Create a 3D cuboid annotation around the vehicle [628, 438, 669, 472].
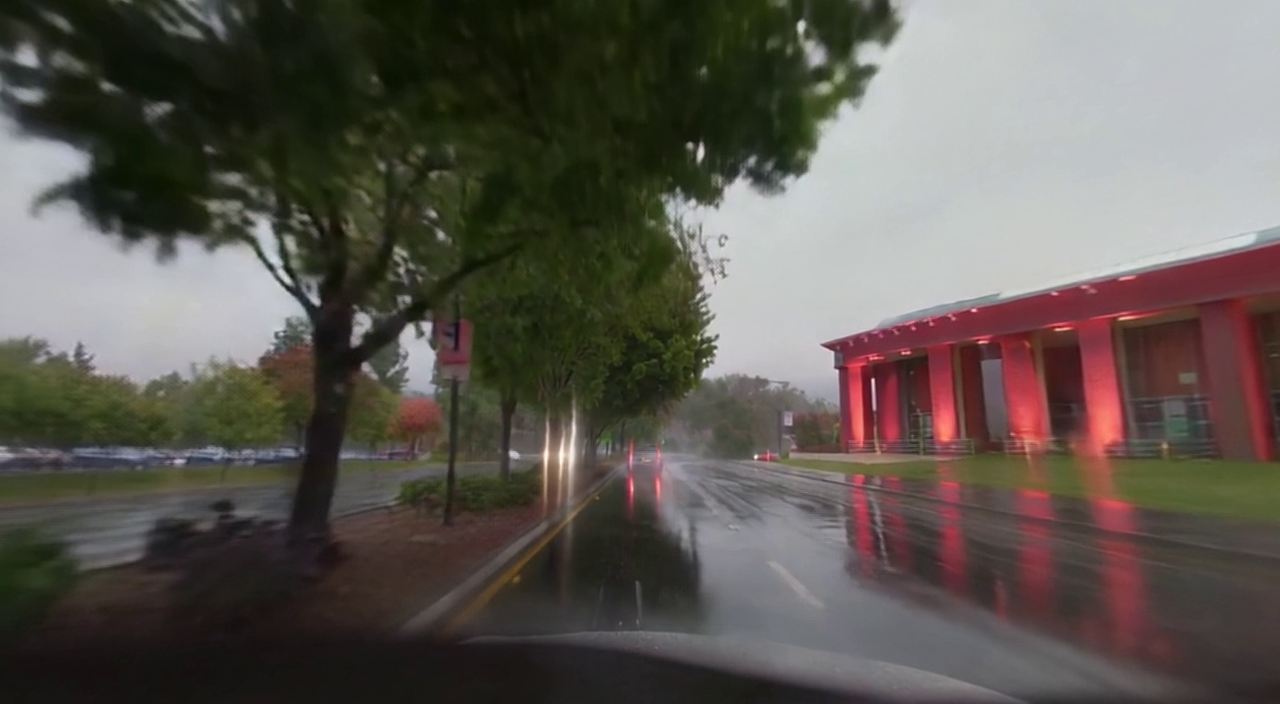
[{"bbox_3d":[0.468,5.619,34.553,2.123,1.703,4.292,0,-8,1],"label":"vehicle"}]
